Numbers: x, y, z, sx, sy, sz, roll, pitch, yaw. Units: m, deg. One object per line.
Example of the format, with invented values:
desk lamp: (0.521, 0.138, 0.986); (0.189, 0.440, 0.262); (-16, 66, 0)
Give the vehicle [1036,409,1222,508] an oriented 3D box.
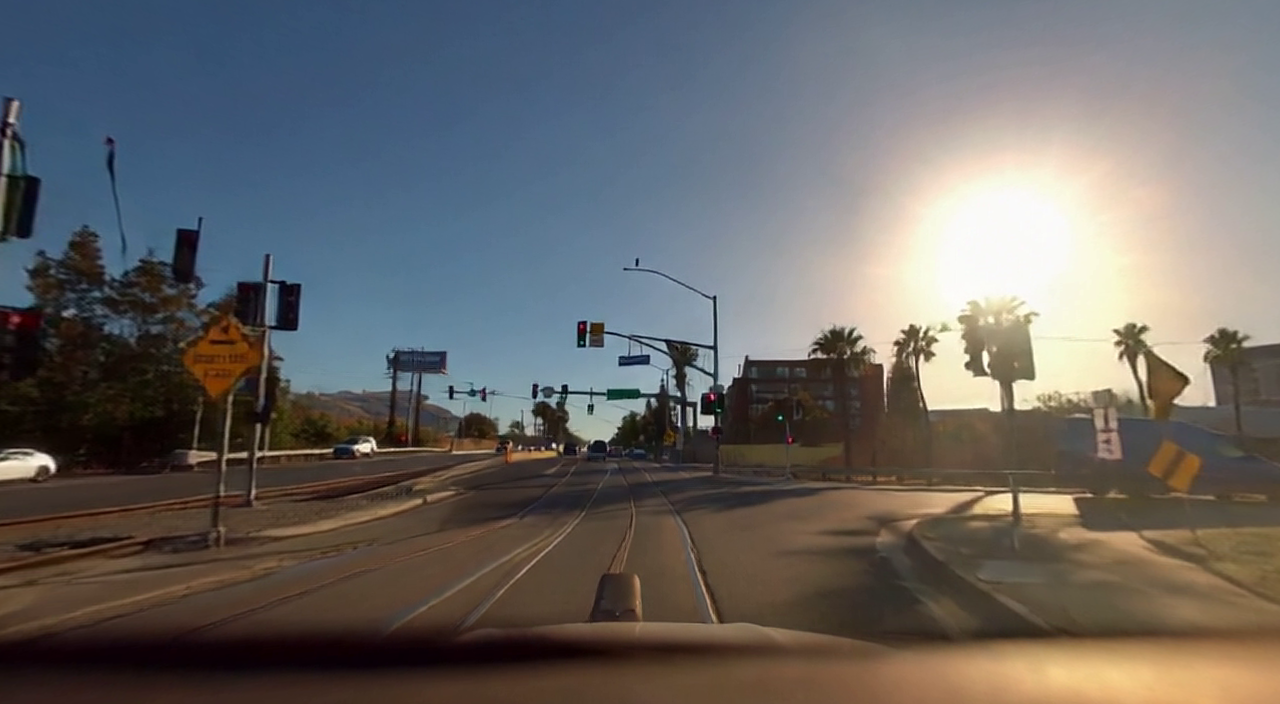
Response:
vehicle: (16.241, 3.524, 21.172); (4.180, 3.020, 2.606); (2, -9, -12)
